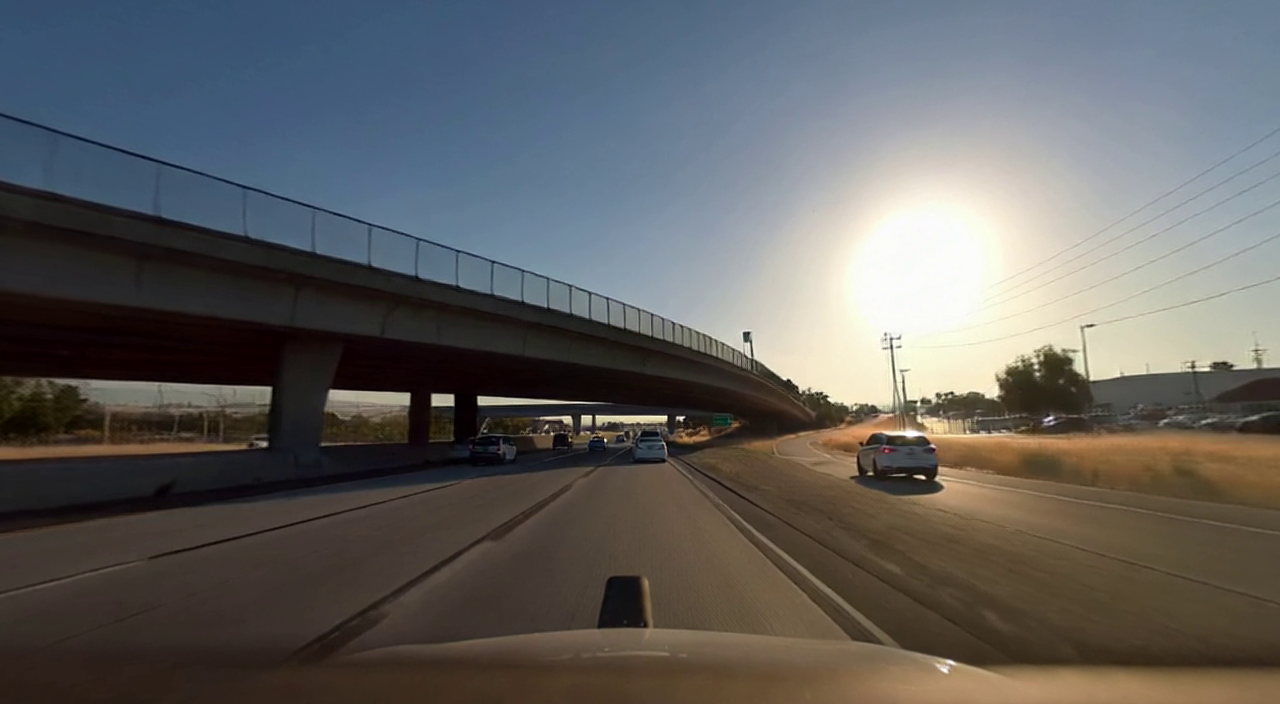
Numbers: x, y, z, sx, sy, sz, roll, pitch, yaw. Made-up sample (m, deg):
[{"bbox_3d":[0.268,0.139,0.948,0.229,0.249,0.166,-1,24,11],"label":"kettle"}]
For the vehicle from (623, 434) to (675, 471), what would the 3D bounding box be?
[{"bbox_3d":[0.341,4.450,27.968,2.145,1.493,4.146,0,-8,0],"label":"vehicle"}]

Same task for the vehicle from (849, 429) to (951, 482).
[{"bbox_3d":[9.156,3.686,22.706,2.095,1.674,4.530,-1,-8,5],"label":"vehicle"}]

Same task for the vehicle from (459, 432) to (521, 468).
[{"bbox_3d":[-7.451,4.918,31.791,2.067,1.682,4.388,0,-8,0],"label":"vehicle"}]
